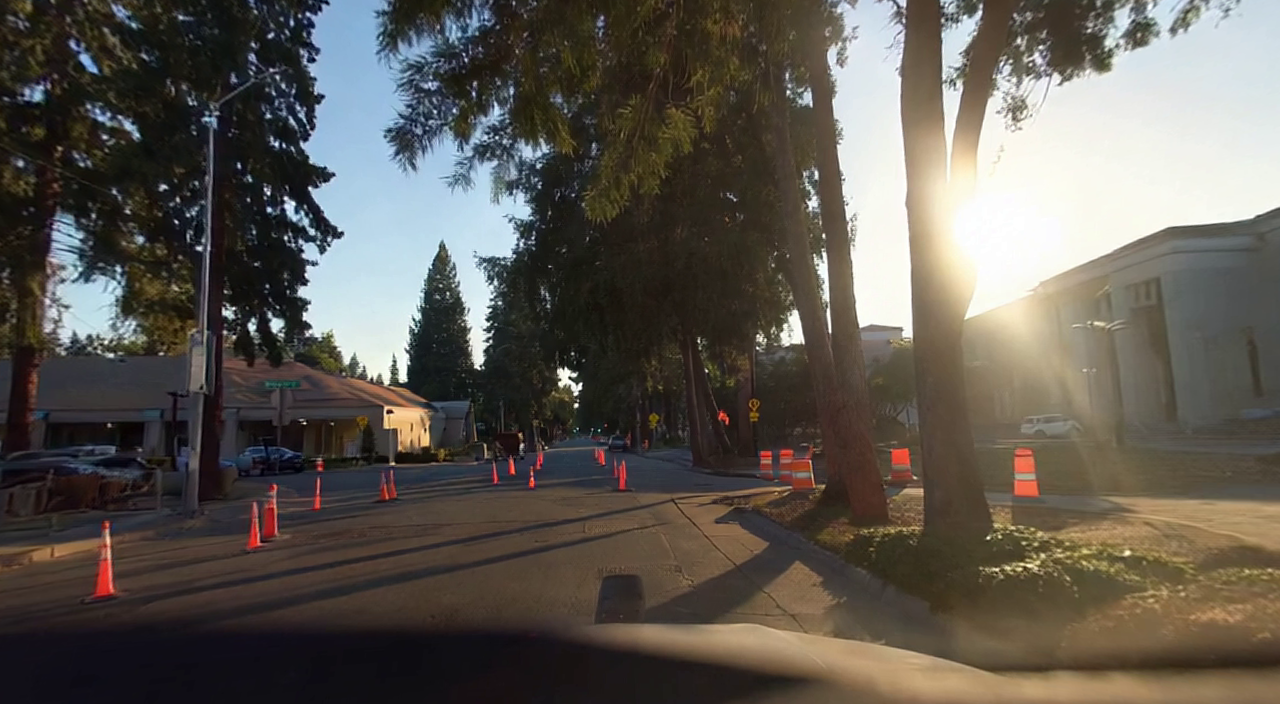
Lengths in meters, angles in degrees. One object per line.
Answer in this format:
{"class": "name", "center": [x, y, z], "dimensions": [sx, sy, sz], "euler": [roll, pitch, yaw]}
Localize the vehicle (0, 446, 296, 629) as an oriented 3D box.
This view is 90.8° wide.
{"class": "vehicle", "center": [-7.622, 2.039, 7.814], "dimensions": [2.961, 1.701, 7.563], "euler": [0, -8, -4]}
